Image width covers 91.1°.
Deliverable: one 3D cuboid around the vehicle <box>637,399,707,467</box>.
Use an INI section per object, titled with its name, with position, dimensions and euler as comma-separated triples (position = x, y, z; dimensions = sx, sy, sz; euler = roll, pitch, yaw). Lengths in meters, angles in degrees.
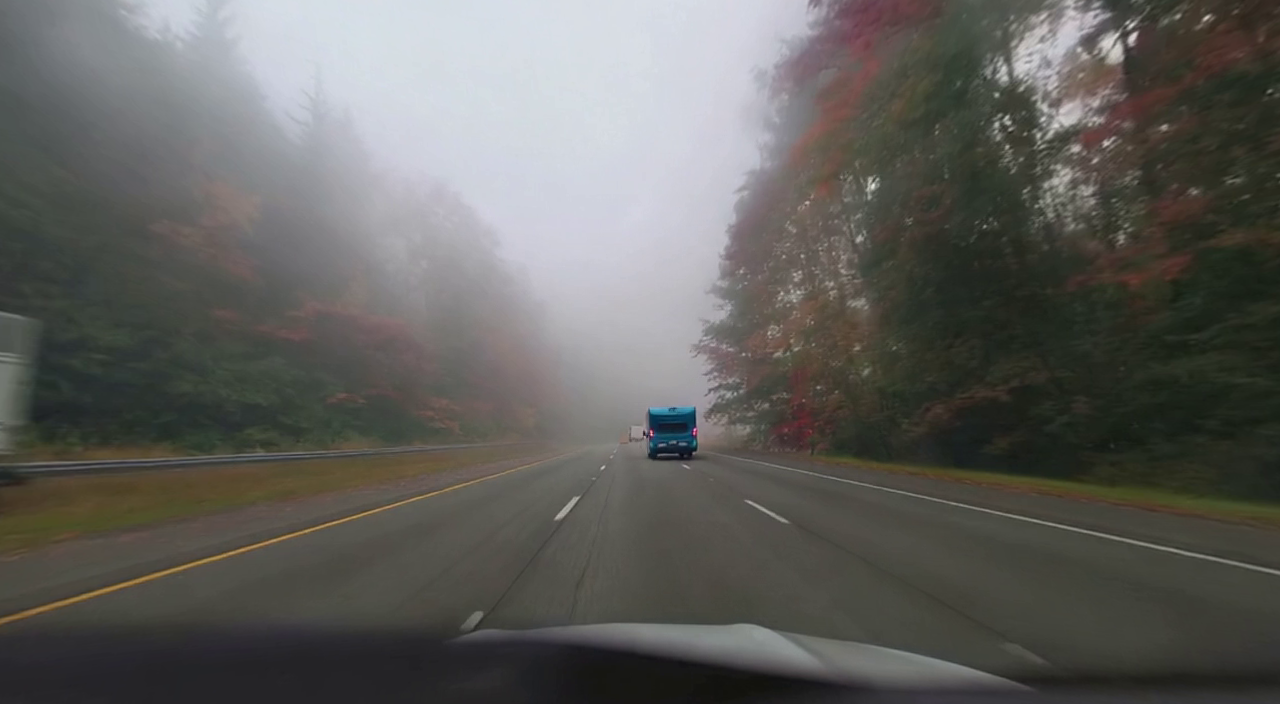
[vehicle]
position = 1.365, 3.954, 30.587
dimensions = 2.815, 2.876, 7.101
euler = 0, -8, -2
